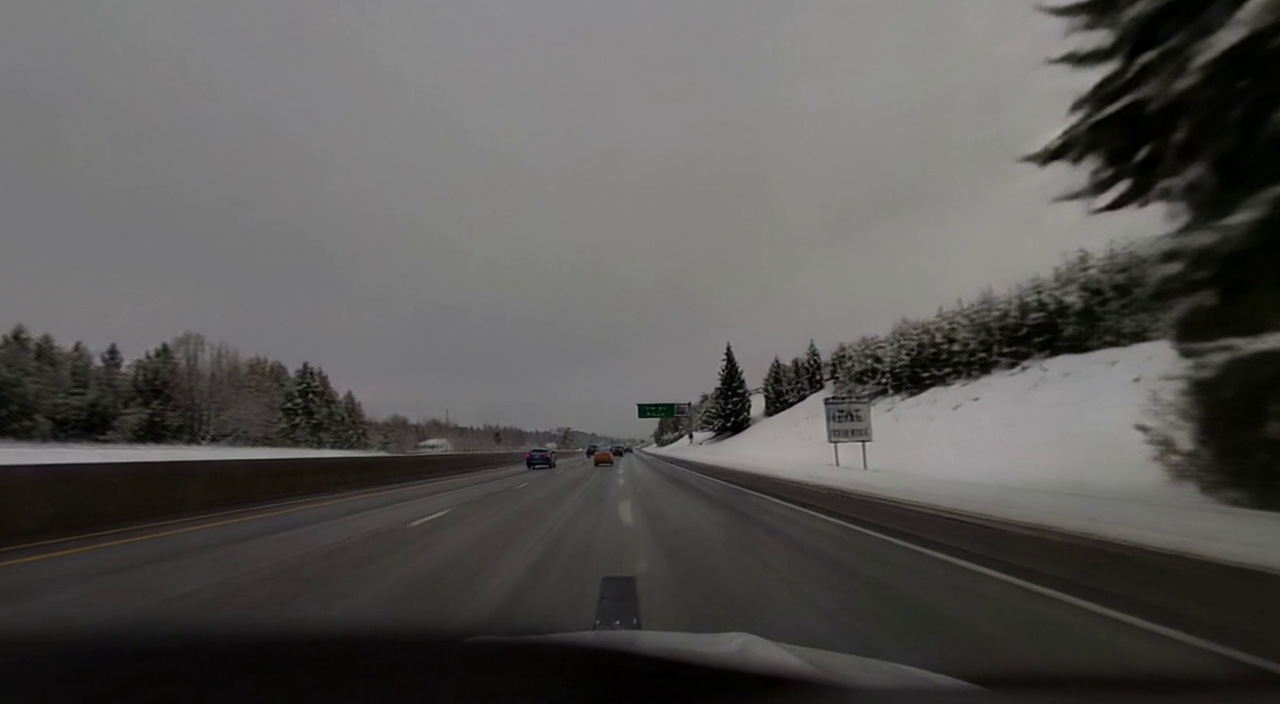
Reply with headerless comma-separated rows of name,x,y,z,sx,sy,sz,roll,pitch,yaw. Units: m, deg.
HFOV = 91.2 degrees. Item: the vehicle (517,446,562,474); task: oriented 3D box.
vehicle,-5.942,6.459,37.648,2.028,1.563,4.734,0,-9,-1
